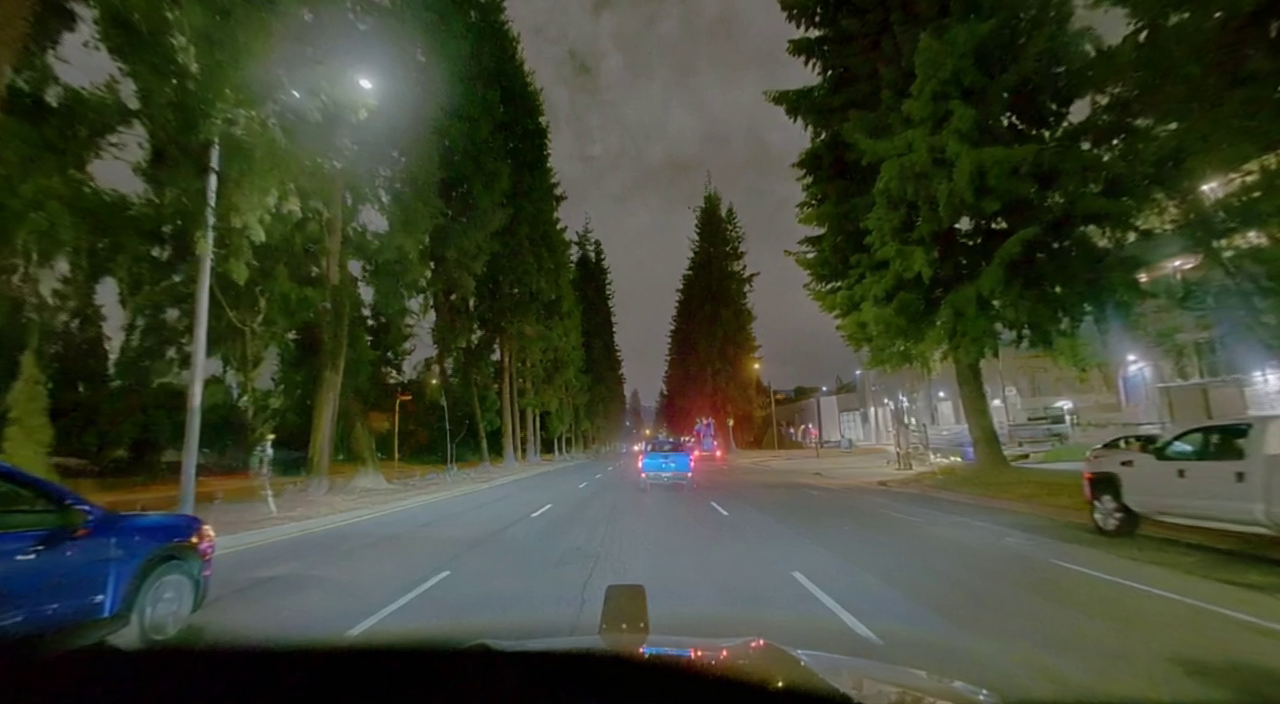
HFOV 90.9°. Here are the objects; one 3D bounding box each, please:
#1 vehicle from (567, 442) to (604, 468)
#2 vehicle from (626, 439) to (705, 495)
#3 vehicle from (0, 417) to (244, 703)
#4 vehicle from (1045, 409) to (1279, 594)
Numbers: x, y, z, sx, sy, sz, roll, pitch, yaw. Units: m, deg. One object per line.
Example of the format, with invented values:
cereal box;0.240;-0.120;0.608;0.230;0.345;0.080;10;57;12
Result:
vehicle;-3.642;6.988;43.024;2.062;1.641;4.193;0;-9;1
vehicle;0.654;3.326;18.628;2.086;1.466;4.026;0;-9;-1
vehicle;-4.088;1.010;2.416;2.003;1.507;4.808;-2;-8;1
vehicle;6.437;1.407;6.312;1.952;1.554;4.322;-1;-9;2
